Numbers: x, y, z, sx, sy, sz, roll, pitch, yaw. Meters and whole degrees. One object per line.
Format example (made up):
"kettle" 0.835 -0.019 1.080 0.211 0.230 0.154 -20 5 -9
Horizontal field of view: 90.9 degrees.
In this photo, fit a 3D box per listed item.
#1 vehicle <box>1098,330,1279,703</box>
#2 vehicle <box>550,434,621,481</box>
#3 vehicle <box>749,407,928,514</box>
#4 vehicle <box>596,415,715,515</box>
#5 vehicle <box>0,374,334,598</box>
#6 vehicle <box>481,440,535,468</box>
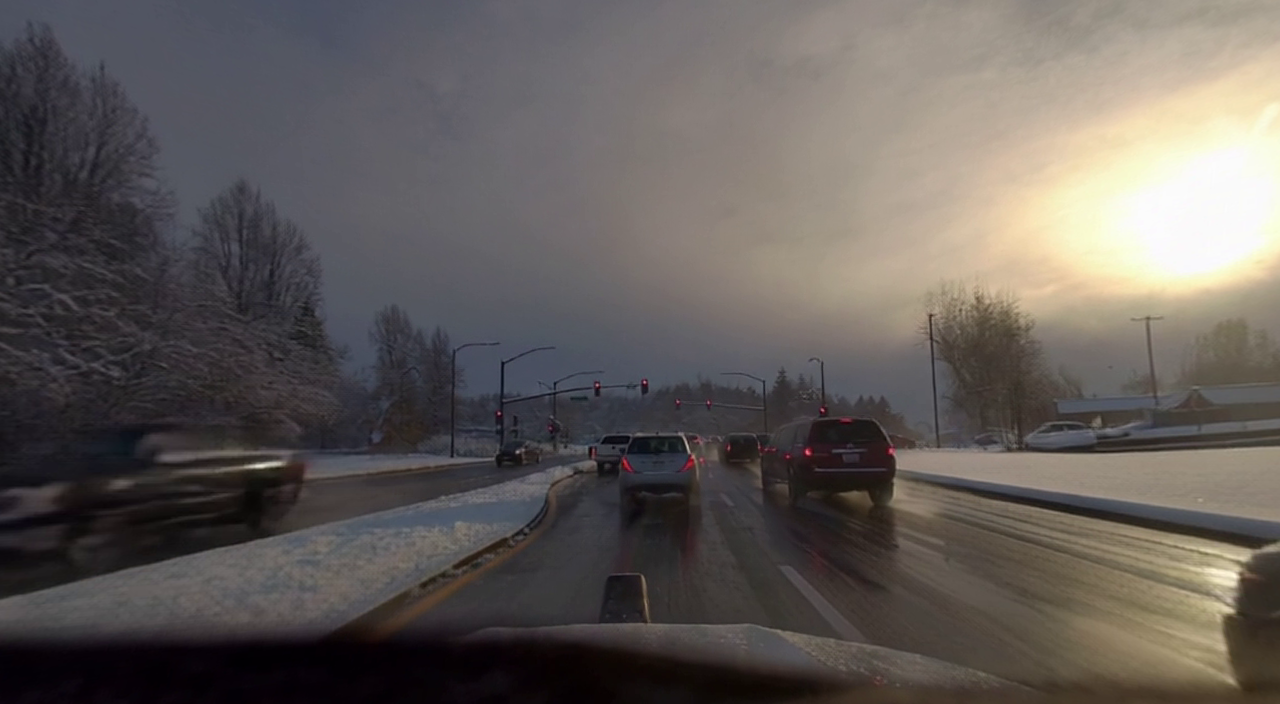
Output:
"vehicle" 3.508 0.592 0.983 2.114 1.765 4.647 0 -9 1
"vehicle" -1.892 3.815 23.128 2.023 1.494 4.259 -2 -8 3
"vehicle" 3.988 2.352 14.075 2.317 1.857 5.940 0 -9 3
"vehicle" 0.394 2.309 13.293 2.113 1.768 3.901 0 -9 3
"vehicle" -6.830 1.621 8.428 2.355 2.005 5.673 0 -9 3
"vehicle" -7.455 5.801 36.068 1.868 1.496 4.219 -1 -9 5
